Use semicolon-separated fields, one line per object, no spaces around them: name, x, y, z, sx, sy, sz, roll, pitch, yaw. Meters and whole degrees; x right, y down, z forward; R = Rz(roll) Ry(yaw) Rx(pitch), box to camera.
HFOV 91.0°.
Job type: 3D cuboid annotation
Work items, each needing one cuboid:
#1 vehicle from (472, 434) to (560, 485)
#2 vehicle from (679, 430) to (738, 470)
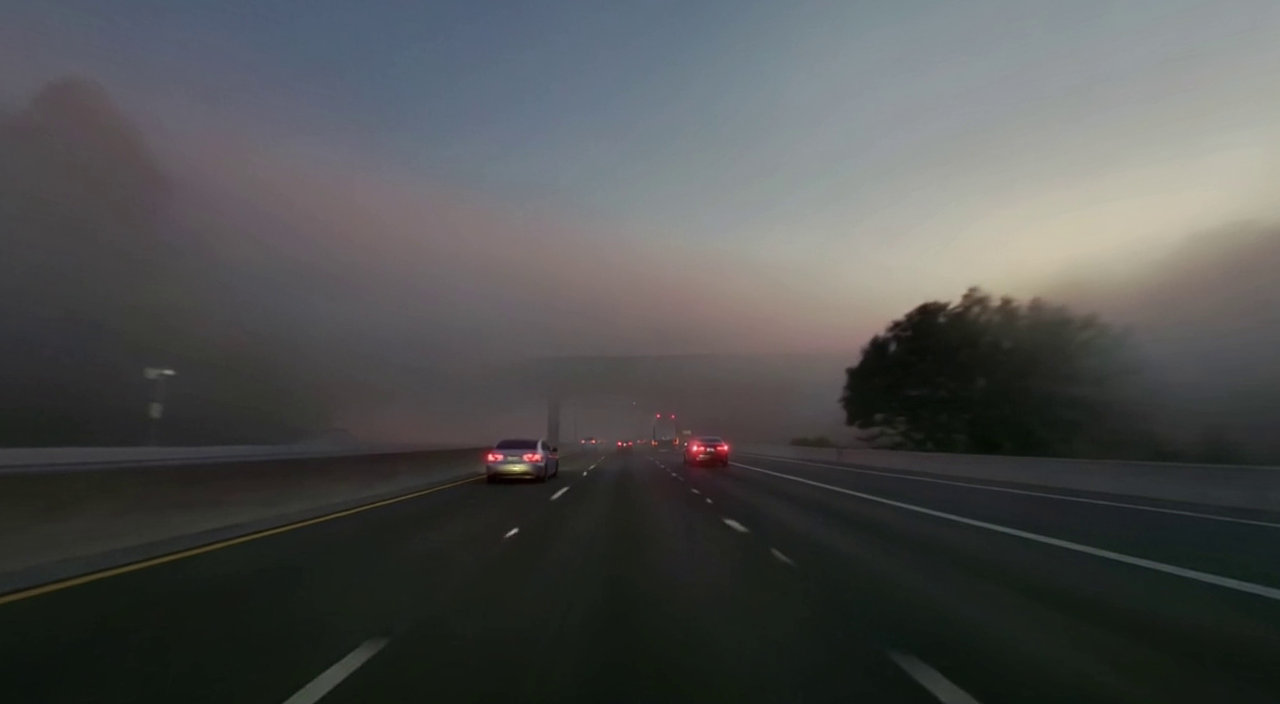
vehicle;-3.964;3.510;20.967;2.064;1.479;4.370;0;-8;0
vehicle;2.981;4.372;28.338;2.001;1.625;4.088;0;-8;-2
